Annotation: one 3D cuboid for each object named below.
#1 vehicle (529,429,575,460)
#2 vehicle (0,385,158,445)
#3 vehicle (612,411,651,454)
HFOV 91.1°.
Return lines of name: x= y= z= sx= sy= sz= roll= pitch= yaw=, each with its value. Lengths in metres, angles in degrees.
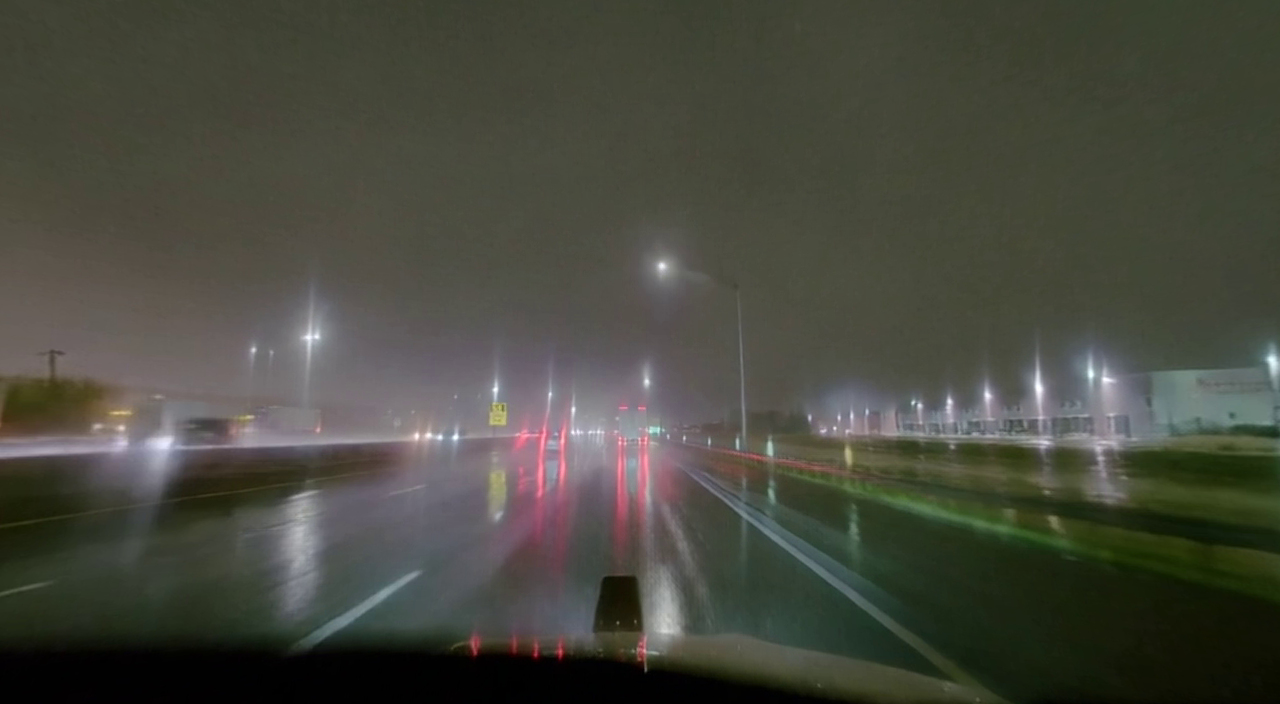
vehicle: x=-4.644 y=4.937 z=33.578 sx=1.932 sy=1.544 sz=3.864 roll=0 pitch=-8 yaw=0
vehicle: x=-42.038 y=4.922 z=47.258 sx=2.920 sy=3.981 sz=10.604 roll=0 pitch=-8 yaw=1
vehicle: x=-0.625 y=5.490 z=42.700 sx=2.418 sy=2.704 sz=6.445 roll=0 pitch=-8 yaw=-1
